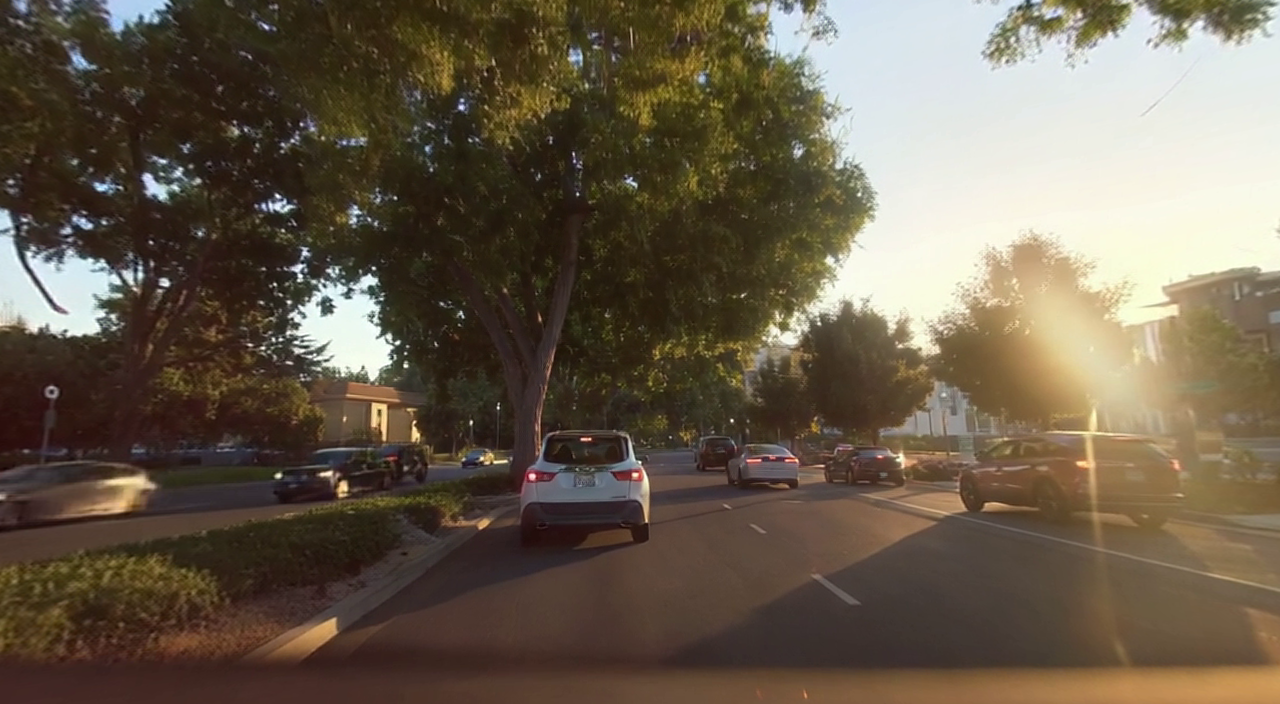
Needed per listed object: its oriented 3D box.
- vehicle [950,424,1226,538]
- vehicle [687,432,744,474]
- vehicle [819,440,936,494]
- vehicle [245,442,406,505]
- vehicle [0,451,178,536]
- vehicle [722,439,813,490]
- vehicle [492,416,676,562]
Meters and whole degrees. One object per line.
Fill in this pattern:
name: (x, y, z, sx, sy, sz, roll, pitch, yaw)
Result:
vehicle: (7.889, 2.277, 11.832, 2.168, 1.709, 4.289, -1, -8, 3)
vehicle: (3.563, 4.862, 30.609, 2.114, 1.846, 4.659, 0, -8, -1)
vehicle: (7.249, 3.545, 19.821, 1.977, 1.485, 4.308, 0, -8, 0)
vehicle: (-8.351, 3.246, 17.383, 2.039, 1.466, 4.553, 0, -8, 1)
vehicle: (-11.993, 2.744, 12.783, 1.866, 1.404, 4.507, 0, -8, 0)
vehicle: (4.045, 3.639, 20.848, 2.175, 1.477, 4.520, 0, -8, 1)
vehicle: (-0.798, 1.850, 9.212, 2.106, 1.655, 3.717, 1, -8, -5)
